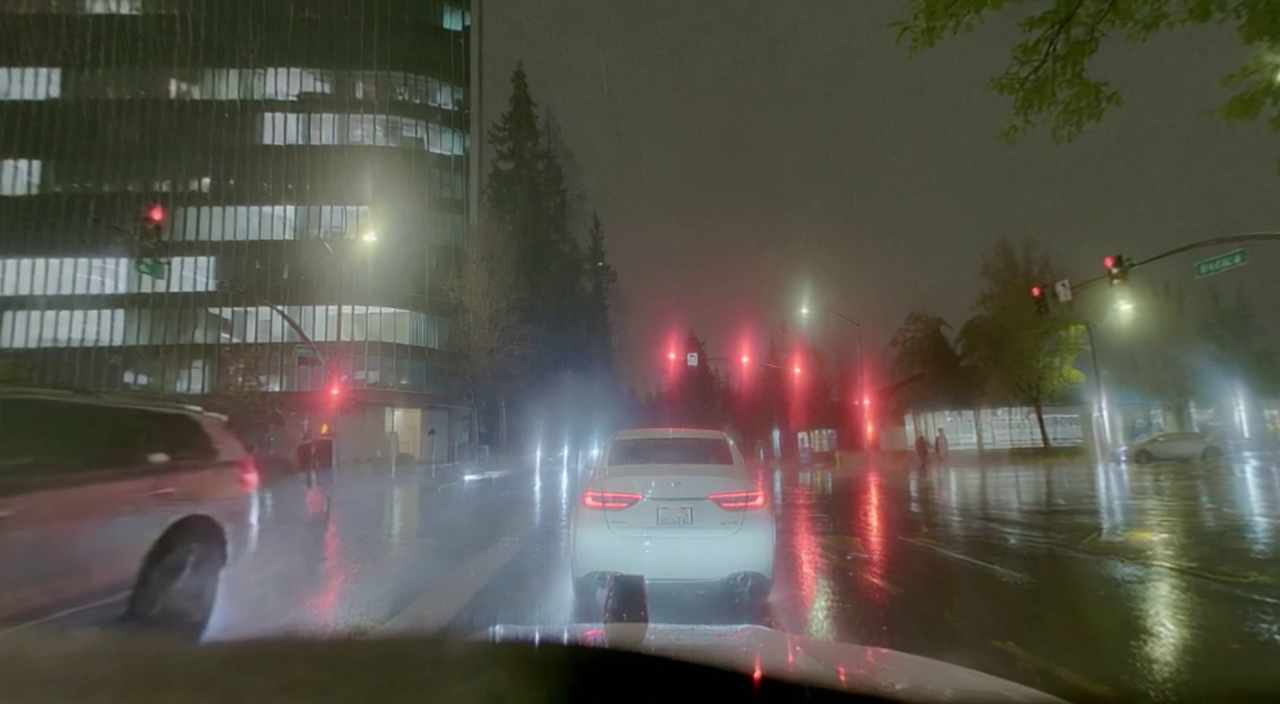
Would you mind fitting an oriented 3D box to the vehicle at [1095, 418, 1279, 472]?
[{"bbox_3d":[19.145,3.261,22.213,4.675,1.772,1.945,0,-8,-1],"label":"vehicle"}]

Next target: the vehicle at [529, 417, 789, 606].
[{"bbox_3d":[-0.138,1.644,7.482,1.893,1.532,4.145,2,-9,-15],"label":"vehicle"}]

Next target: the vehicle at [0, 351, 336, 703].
[{"bbox_3d":[-4.448,1.054,3.816,2.317,1.924,5.518,0,-8,2],"label":"vehicle"}]
